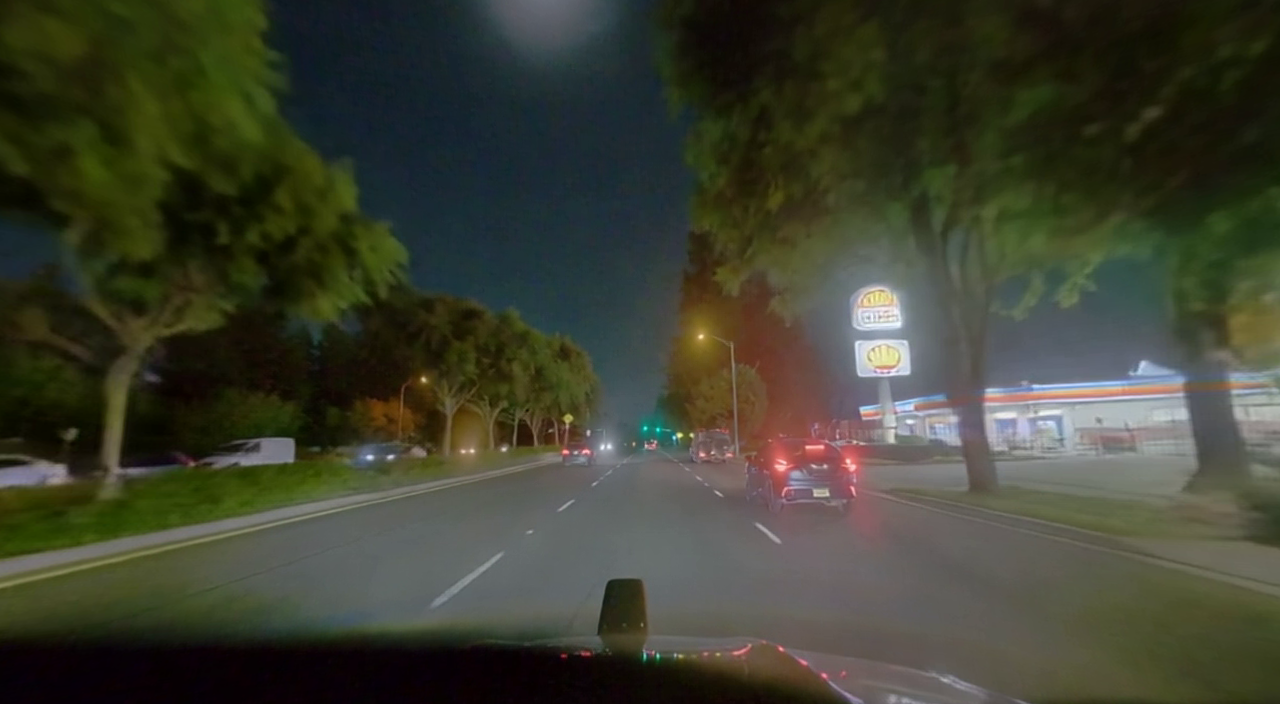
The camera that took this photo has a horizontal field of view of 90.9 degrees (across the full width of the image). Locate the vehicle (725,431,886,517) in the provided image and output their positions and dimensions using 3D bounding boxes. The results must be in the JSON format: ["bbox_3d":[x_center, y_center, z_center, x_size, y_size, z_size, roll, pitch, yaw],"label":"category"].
[{"bbox_3d":[3.216,2.486,13.411,2.095,1.475,4.686,0,-8,-1],"label":"vehicle"}]

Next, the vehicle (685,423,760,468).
[{"bbox_3d":[4.275,5.067,34.161,3.245,2.199,6.295,0,-8,1],"label":"vehicle"}]

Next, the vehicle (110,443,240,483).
[{"bbox_3d":[-24.380,5.818,33.440,2.341,1.896,5.876,-1,-8,1],"label":"vehicle"}]

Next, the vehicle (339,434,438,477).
[{"bbox_3d":[-11.225,4.663,28.638,2.141,1.751,5.451,-1,-8,2],"label":"vehicle"}]

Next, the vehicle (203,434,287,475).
[{"bbox_3d":[-24.340,6.322,39.075,2.254,2.335,4.297,-1,-8,2],"label":"vehicle"}]

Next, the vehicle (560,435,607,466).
[{"bbox_3d":[-3.267,5.796,37.229,2.250,1.713,4.422,-1,-8,2],"label":"vehicle"}]
